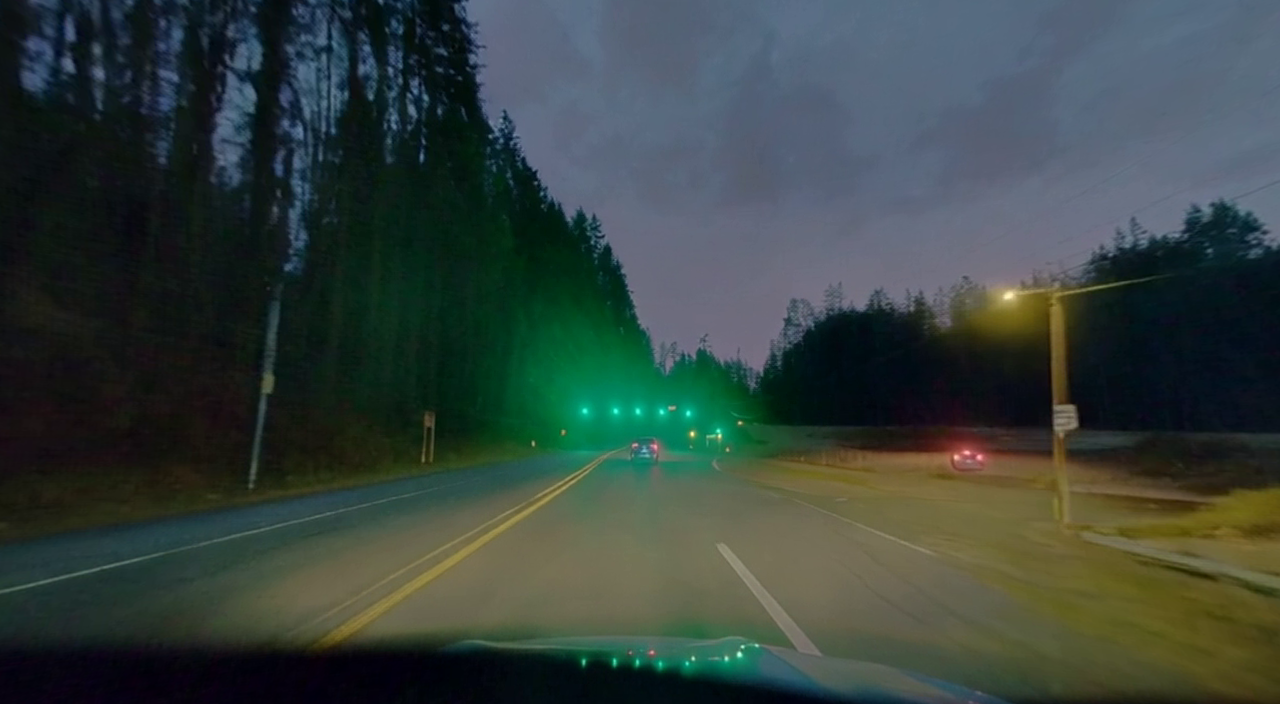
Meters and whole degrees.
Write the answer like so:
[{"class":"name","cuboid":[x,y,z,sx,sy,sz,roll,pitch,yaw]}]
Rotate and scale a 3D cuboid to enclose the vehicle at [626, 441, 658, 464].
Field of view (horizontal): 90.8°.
[{"class":"vehicle","cuboid":[0.183,6.933,43.801,2.042,1.489,3.963,0,-8,2]}]
